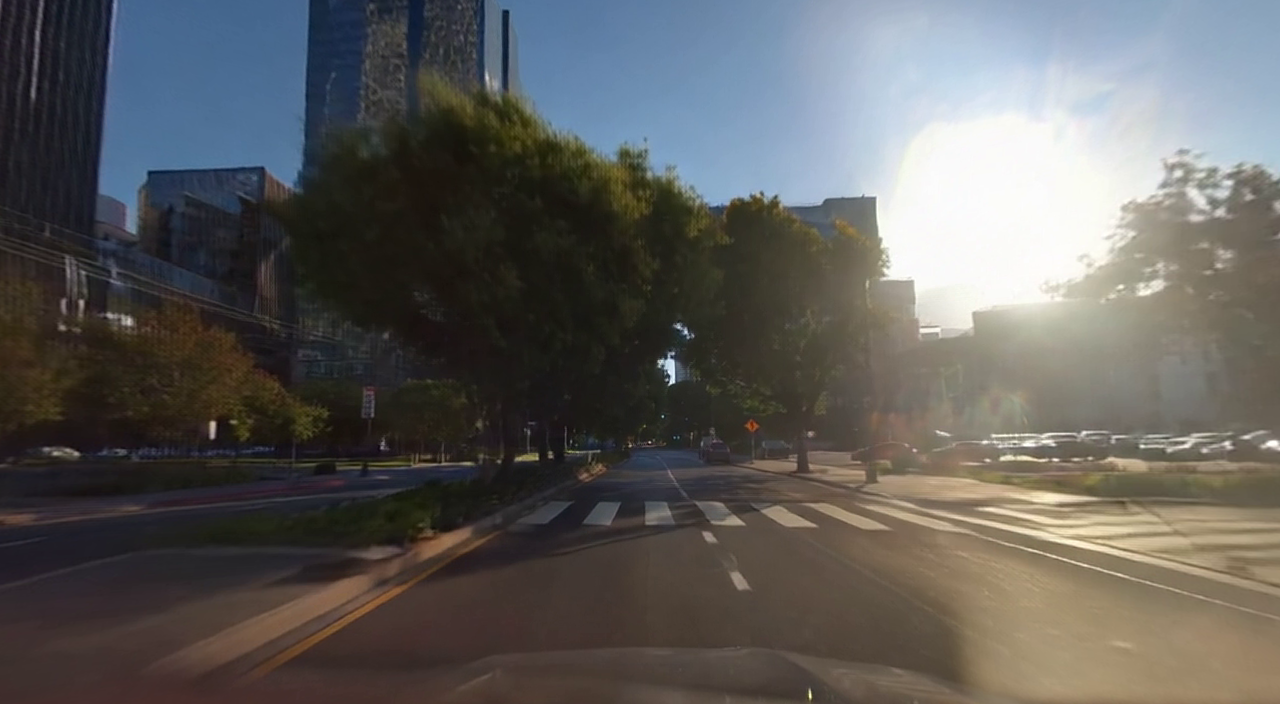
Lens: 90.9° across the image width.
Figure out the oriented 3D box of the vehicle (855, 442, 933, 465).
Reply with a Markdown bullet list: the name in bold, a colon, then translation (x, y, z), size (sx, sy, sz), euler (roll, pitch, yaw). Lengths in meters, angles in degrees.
- **vehicle**: translation (16.389, 6.550, 40.789), size (4.276, 1.397, 1.786), euler (0, -8, 0)

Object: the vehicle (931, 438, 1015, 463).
- **vehicle**: translation (21.316, 6.289, 40.473), size (4.333, 1.491, 1.744), euler (-1, -7, 1)

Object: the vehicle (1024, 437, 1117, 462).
- **vehicle**: translation (27.519, 6.214, 40.361), size (4.560, 1.444, 1.929), euler (-1, -8, -2)
